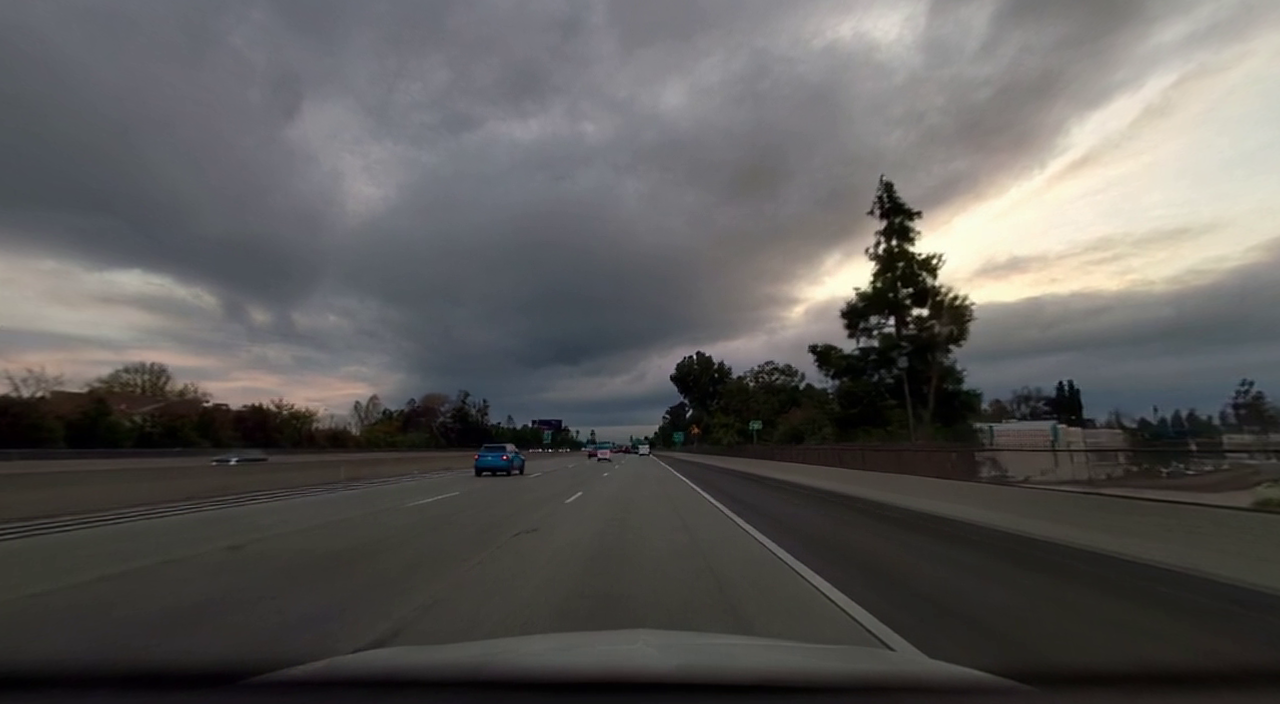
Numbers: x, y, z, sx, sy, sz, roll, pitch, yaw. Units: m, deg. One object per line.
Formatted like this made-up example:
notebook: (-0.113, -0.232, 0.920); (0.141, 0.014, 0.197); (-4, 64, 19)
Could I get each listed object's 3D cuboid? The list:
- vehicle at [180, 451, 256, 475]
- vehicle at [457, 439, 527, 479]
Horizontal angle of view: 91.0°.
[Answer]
vehicle: (-28.501, 7.487, 42.727); (1.881, 1.524, 4.579); (0, -9, 1)
vehicle: (-6.893, 5.029, 29.893); (2.055, 1.683, 4.804); (0, -9, 1)
